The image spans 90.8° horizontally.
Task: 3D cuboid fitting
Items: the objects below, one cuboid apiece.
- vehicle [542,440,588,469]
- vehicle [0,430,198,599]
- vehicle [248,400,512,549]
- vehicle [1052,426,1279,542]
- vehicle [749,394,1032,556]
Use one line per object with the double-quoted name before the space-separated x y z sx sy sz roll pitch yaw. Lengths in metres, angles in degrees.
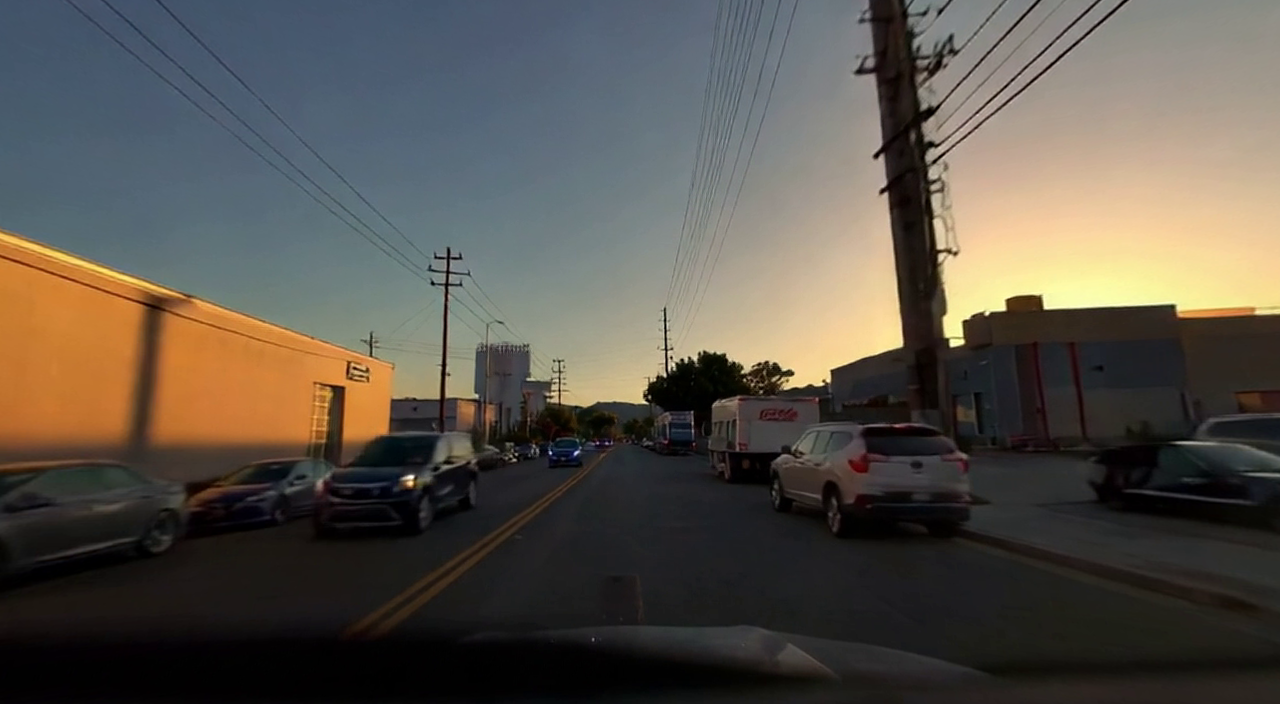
"vehicle" -4.084 5.660 35.260 1.966 1.482 4.473 0 -8 1
"vehicle" -7.690 1.844 7.316 1.933 1.754 4.514 -3 -7 0
"vehicle" -4.095 2.052 11.442 2.275 1.999 5.723 0 -8 1
"vehicle" 8.509 1.823 9.296 1.798 1.370 4.191 -2 -9 -4
"vehicle" 3.583 1.914 10.745 2.218 1.956 5.916 0 -8 -2
